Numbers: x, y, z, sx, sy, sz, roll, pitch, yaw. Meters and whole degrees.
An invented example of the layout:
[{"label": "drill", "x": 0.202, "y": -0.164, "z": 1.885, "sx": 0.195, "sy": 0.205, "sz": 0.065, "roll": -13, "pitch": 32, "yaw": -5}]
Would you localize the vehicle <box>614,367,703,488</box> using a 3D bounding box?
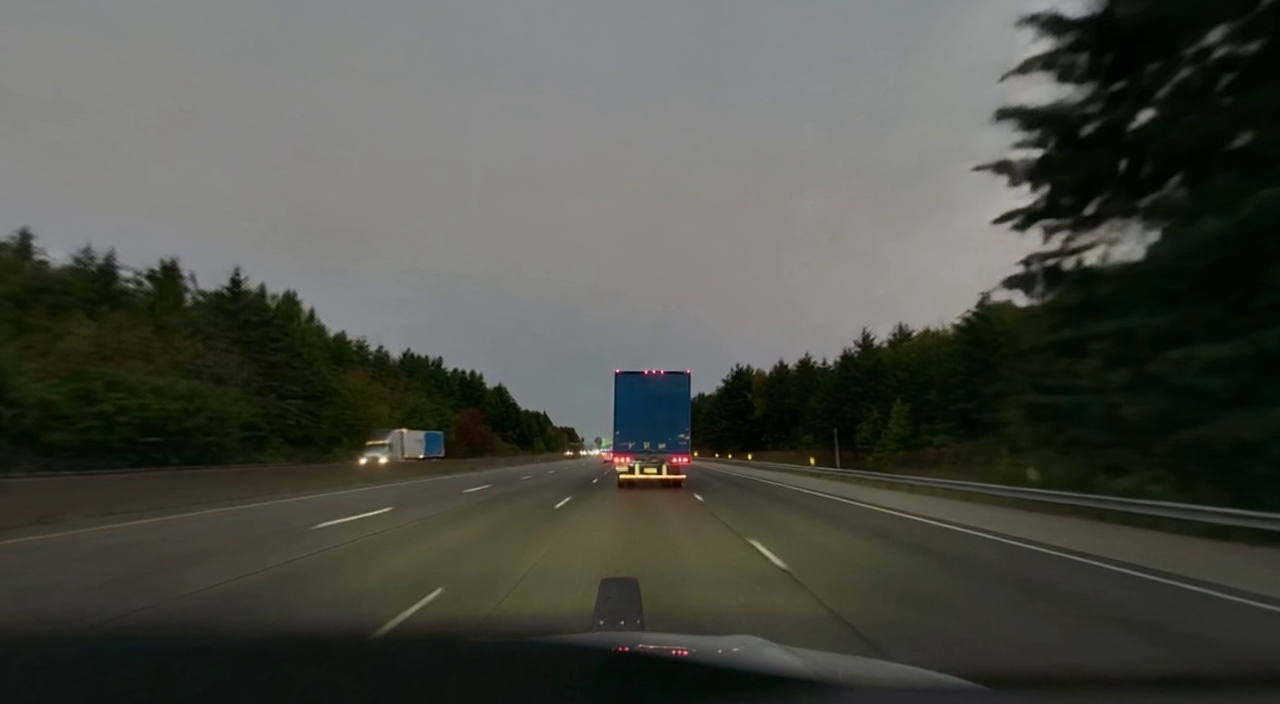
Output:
[{"label": "vehicle", "x": 0.554, "y": 3.247, "z": 25.908, "sx": 2.898, "sy": 3.973, "sz": 10.063, "roll": 0, "pitch": -9, "yaw": -1}]
